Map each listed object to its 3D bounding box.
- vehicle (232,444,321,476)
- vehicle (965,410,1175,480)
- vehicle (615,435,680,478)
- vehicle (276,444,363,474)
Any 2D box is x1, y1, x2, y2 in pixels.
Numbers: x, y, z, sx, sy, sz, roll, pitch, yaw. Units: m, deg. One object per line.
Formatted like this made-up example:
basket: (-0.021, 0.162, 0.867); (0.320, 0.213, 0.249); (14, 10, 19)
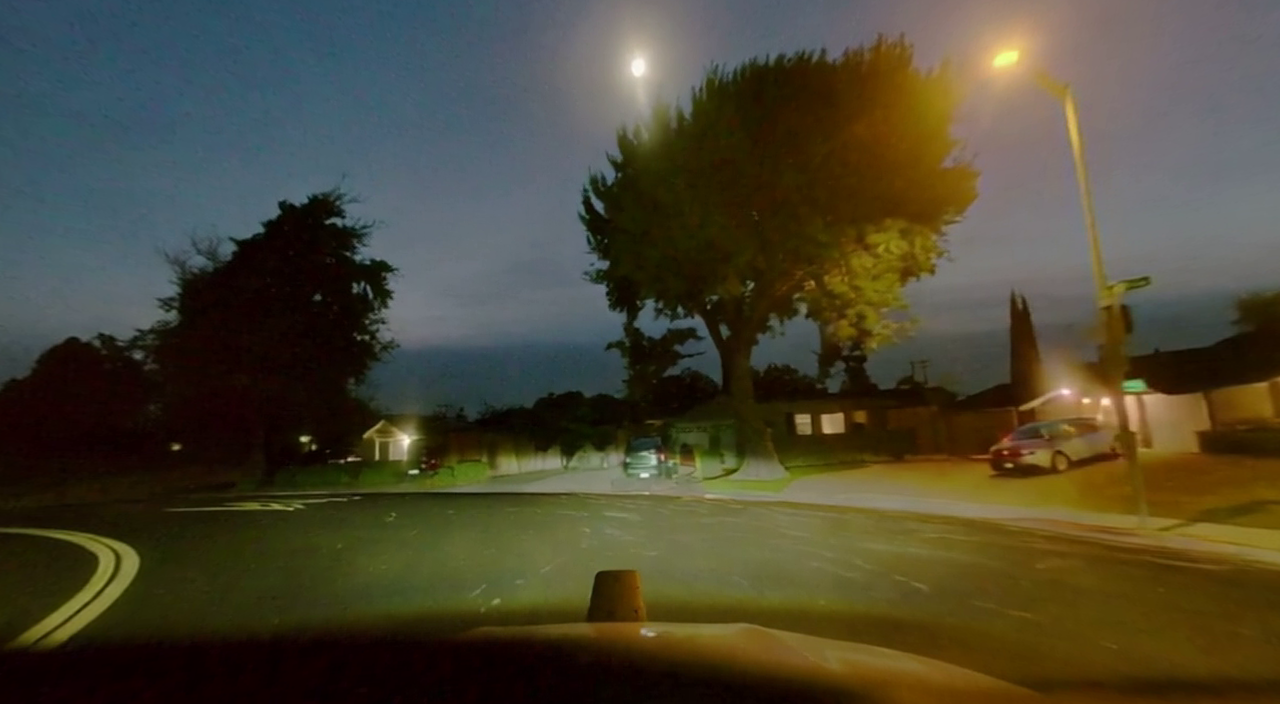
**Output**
vehicle: (-19.979, 5.922, 34.939); (2.042, 1.633, 4.132); (-1, -9, 8)
vehicle: (11.440, 2.432, 16.856); (4.799, 1.451, 2.144); (-1, -8, -21)
vehicle: (0.397, 4.176, 25.749); (1.819, 1.442, 4.329); (-2, -6, 12)
vehicle: (-17.353, 5.801, 34.461); (1.933, 1.477, 4.361); (-1, -9, 9)
